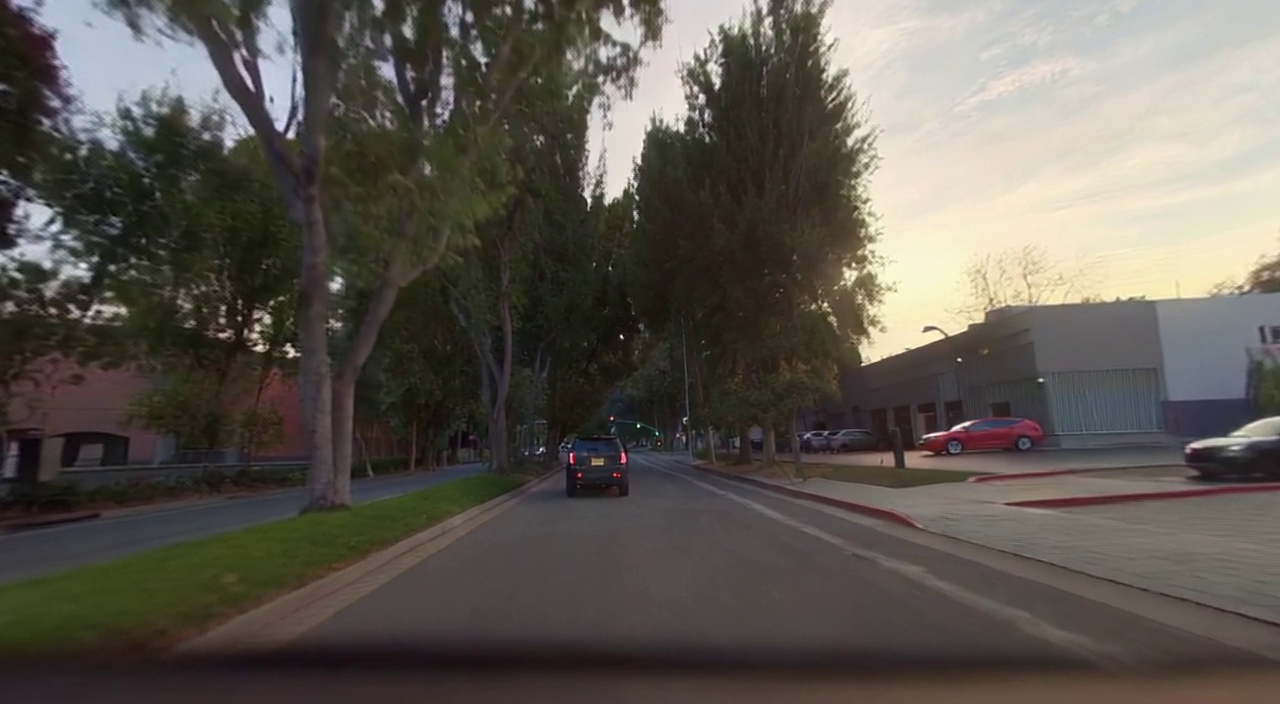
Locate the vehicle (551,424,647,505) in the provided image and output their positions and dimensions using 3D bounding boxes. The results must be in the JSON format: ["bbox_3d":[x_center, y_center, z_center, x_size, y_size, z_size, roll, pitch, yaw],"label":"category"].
[{"bbox_3d":[-1.013,2.982,17.263,2.157,1.816,5.804,0,-8,-2],"label":"vehicle"}]

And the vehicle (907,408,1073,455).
[{"bbox_3d":[12.796,2.976,23.364,4.788,1.625,2.319,0,-9,-3],"label":"vehicle"}]

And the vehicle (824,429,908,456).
[{"bbox_3d":[12.445,5.004,34.962,3.895,1.451,1.830,1,-9,-4],"label":"vehicle"}]
